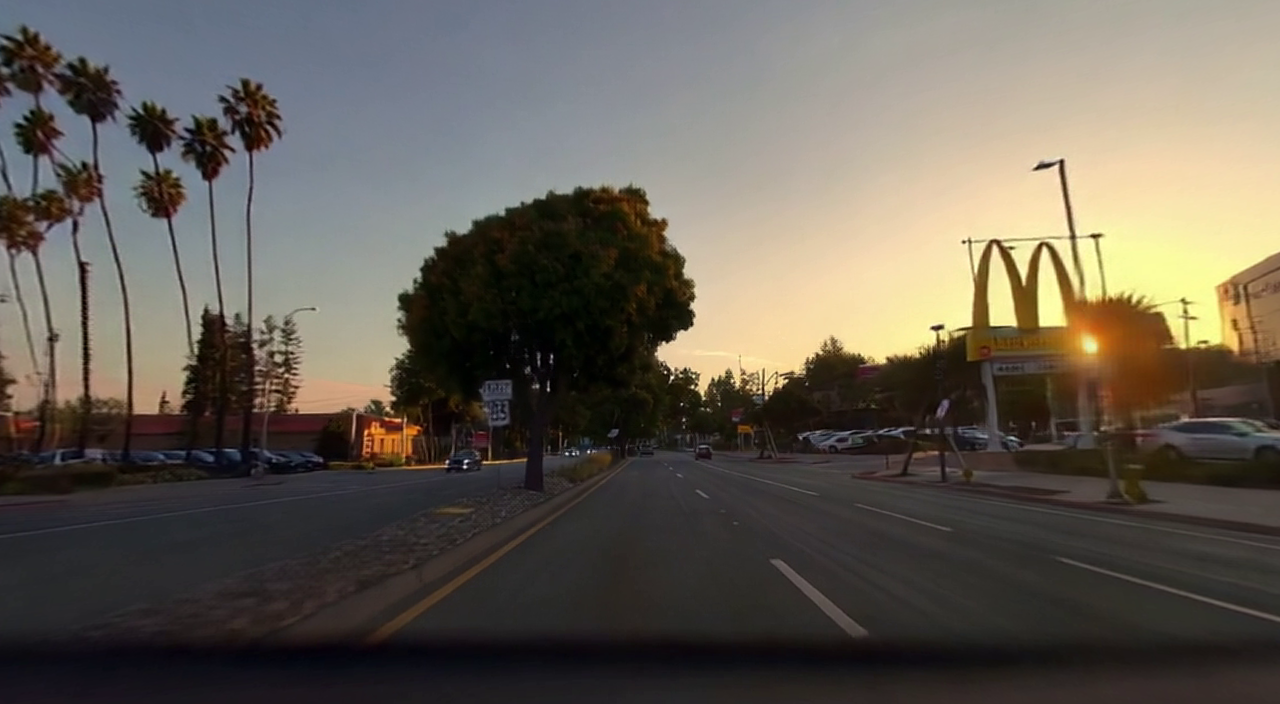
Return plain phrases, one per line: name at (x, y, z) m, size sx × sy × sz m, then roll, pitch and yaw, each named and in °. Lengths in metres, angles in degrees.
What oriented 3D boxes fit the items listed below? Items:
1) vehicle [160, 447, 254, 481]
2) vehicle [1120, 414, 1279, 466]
vehicle at (-32.190, 8.457, 47.174) m, size 2.415 × 2.234 × 6.082 m, roll -2°, pitch -12°, yaw 3°
vehicle at (18.436, 2.800, 20.025) m, size 4.691 × 1.545 × 1.900 m, roll -1°, pitch -8°, yaw 4°
